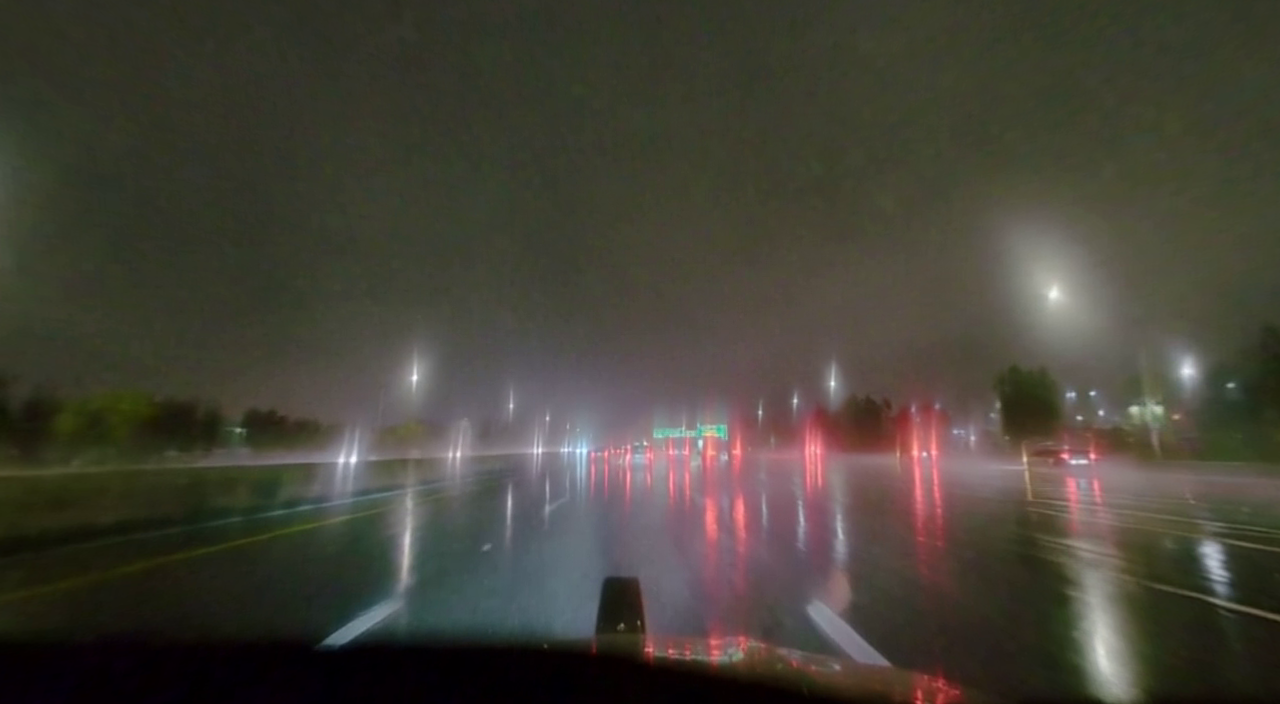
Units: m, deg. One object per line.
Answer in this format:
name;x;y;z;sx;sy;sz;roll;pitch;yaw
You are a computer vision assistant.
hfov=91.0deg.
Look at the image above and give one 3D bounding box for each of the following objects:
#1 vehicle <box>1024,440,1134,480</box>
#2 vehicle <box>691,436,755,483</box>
vehicle;21.082;5.195;30.526;2.116;1.754;4.727;0;-9;3
vehicle;3.401;4.524;26.812;2.147;1.794;4.538;0;-9;0
